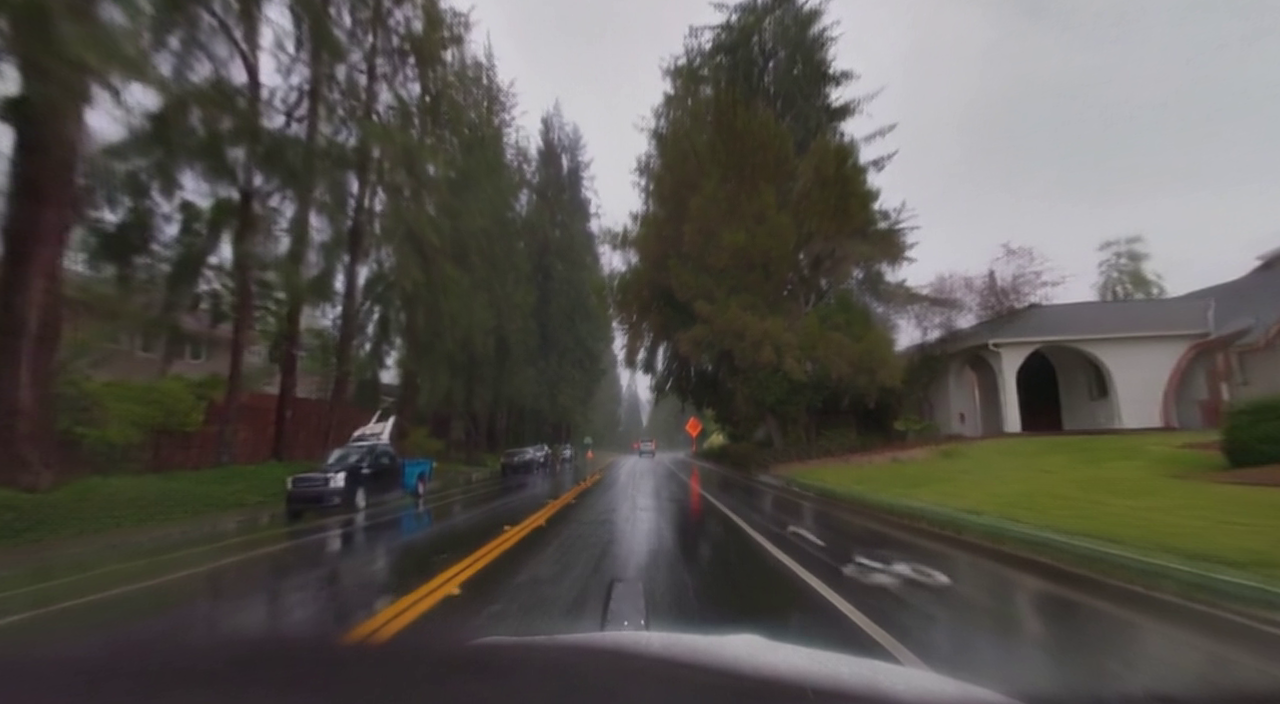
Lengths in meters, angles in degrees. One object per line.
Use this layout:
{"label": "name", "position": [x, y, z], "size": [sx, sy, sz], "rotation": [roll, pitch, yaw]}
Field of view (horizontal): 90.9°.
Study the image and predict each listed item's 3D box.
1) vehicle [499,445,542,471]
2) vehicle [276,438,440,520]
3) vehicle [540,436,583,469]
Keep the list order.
{"label": "vehicle", "position": [-8.346, 7.418, 44.372], "size": [2.107, 1.745, 4.569], "rotation": [0, -8, 0]}
{"label": "vehicle", "position": [-8.270, 3.688, 19.341], "size": [2.422, 1.855, 6.165], "rotation": [-4, -7, -2]}
{"label": "vehicle", "position": [-5.685, 7.372, 46.487], "size": [2.517, 2.323, 5.205], "rotation": [0, -8, 0]}
